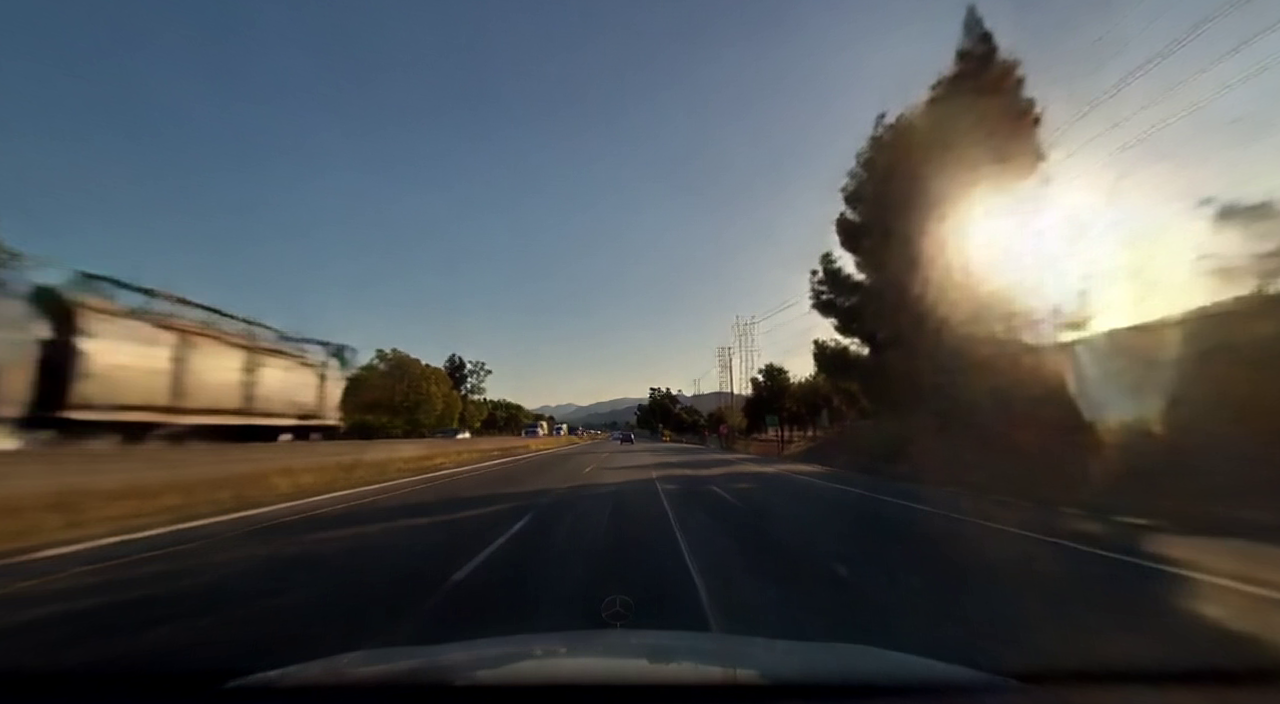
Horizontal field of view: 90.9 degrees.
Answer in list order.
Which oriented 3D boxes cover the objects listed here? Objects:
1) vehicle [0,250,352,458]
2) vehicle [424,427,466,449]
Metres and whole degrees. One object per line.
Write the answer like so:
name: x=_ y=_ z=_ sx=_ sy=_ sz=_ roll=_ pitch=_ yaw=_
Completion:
vehicle: x=-12.525 y=0.887 z=17.543 sx=2.885 sy=3.633 sz=13.483 roll=0 pitch=-8 yaw=-1
vehicle: x=-13.717 y=6.052 z=44.366 sx=1.838 sy=1.491 sz=3.446 roll=0 pitch=-8 yaw=0
